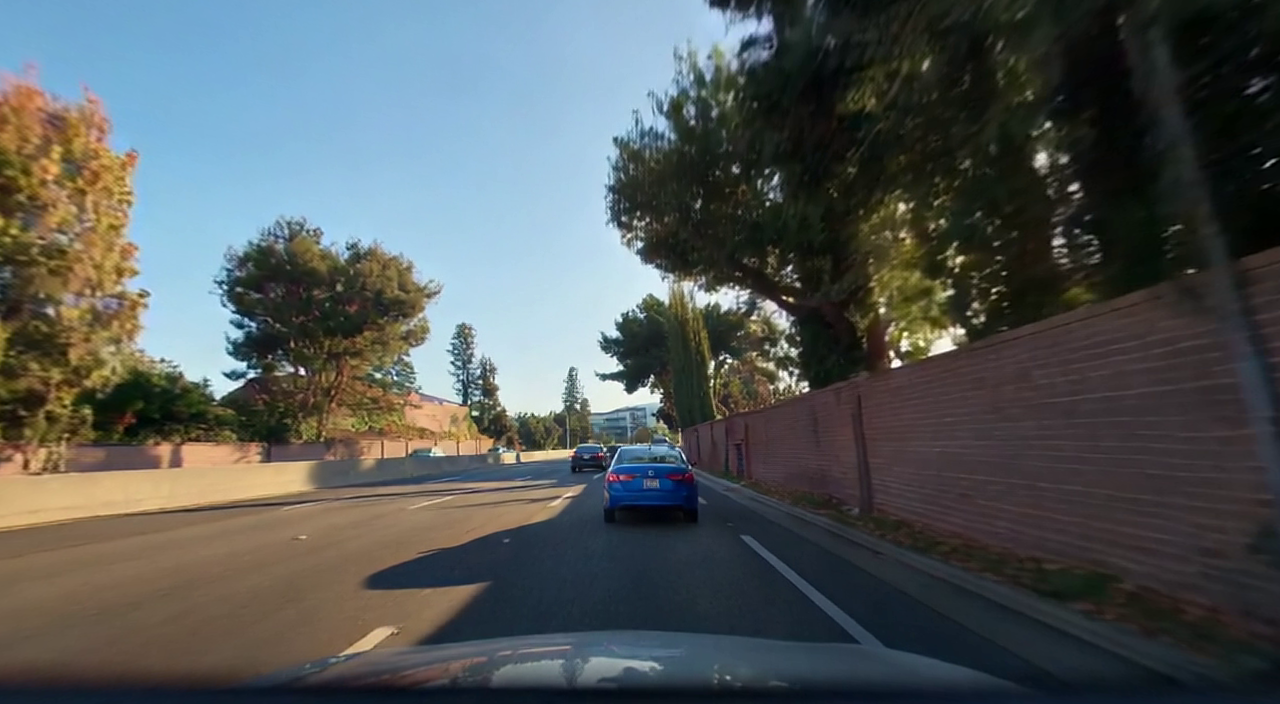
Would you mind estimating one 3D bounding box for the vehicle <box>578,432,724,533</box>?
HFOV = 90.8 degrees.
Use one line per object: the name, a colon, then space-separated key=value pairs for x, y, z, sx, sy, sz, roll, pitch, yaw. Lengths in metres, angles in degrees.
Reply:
vehicle: x=0.147 y=2.303 z=11.792 sx=2.205 sy=1.509 sz=4.272 roll=0 pitch=-8 yaw=-1
